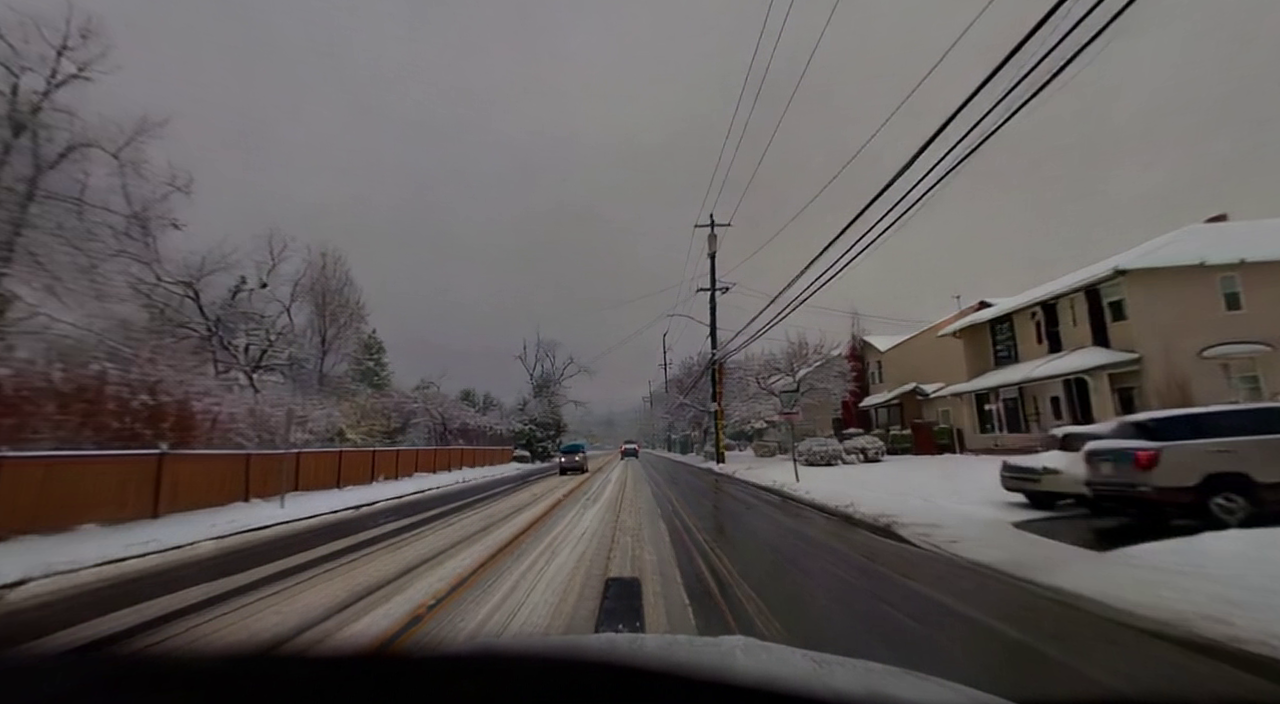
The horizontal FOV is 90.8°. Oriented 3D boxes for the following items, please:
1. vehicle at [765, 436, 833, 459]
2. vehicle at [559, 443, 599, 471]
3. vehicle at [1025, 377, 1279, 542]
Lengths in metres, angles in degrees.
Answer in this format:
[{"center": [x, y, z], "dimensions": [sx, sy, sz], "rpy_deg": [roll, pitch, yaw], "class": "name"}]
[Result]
[{"center": [12.311, 7.434, 49.105], "dimensions": [4.701, 1.745, 2.083], "rpy_deg": [0, -9, 2], "class": "vehicle"}, {"center": [-3.898, 6.758, 40.870], "dimensions": [2.146, 1.657, 4.351], "rpy_deg": [0, -9, 0], "class": "vehicle"}, {"center": [9.396, 1.557, 9.450], "dimensions": [5.590, 2.067, 2.553], "rpy_deg": [0, -9, -3], "class": "vehicle"}]
